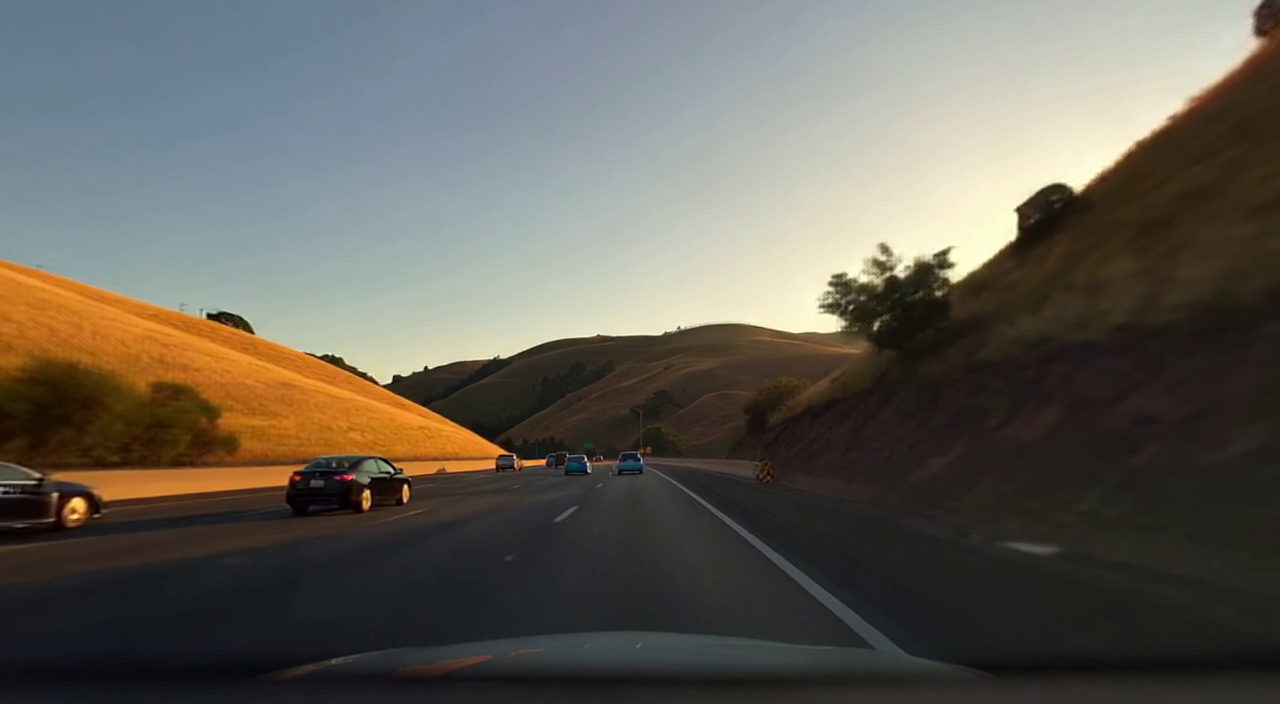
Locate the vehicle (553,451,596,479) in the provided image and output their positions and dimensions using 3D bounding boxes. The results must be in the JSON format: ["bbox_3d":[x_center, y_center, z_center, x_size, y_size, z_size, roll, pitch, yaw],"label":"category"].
[{"bbox_3d":[-3.883,6.740,38.005,2.144,1.505,4.649,0,-8,-1],"label":"vehicle"}]

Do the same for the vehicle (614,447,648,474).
[{"bbox_3d":[-0.653,7.351,42.977,2.225,1.674,4.044,0,-8,-2],"label":"vehicle"}]

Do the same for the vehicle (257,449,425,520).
[{"bbox_3d":[-7.103,3.163,15.614,1.991,1.441,4.265,0,-8,1],"label":"vehicle"}]

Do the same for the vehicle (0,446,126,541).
[{"bbox_3d":[-11.190,2.240,9.916,2.048,1.501,4.898,0,-8,1],"label":"vehicle"}]
